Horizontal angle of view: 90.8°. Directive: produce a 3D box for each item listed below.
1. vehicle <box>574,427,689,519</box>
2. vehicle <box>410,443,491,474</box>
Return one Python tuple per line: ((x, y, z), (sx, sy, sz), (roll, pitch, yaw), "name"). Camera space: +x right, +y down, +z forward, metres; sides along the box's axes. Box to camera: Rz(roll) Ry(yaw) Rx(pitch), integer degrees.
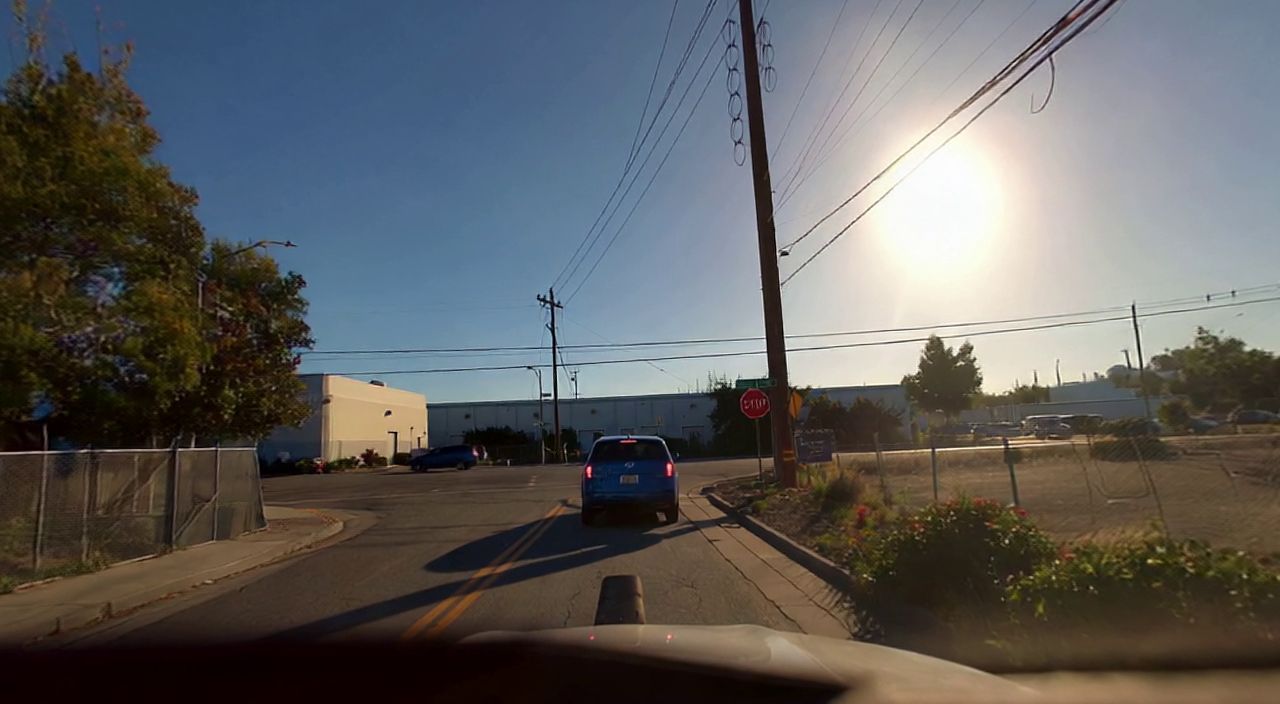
((-0.205, 2.566, 13.964), (2.137, 1.698, 4.166), (0, -8, -1), "vehicle")
((-11.672, 6.535, 38.953), (4.415, 1.753, 2.029), (-4, -9, 24), "vehicle")
